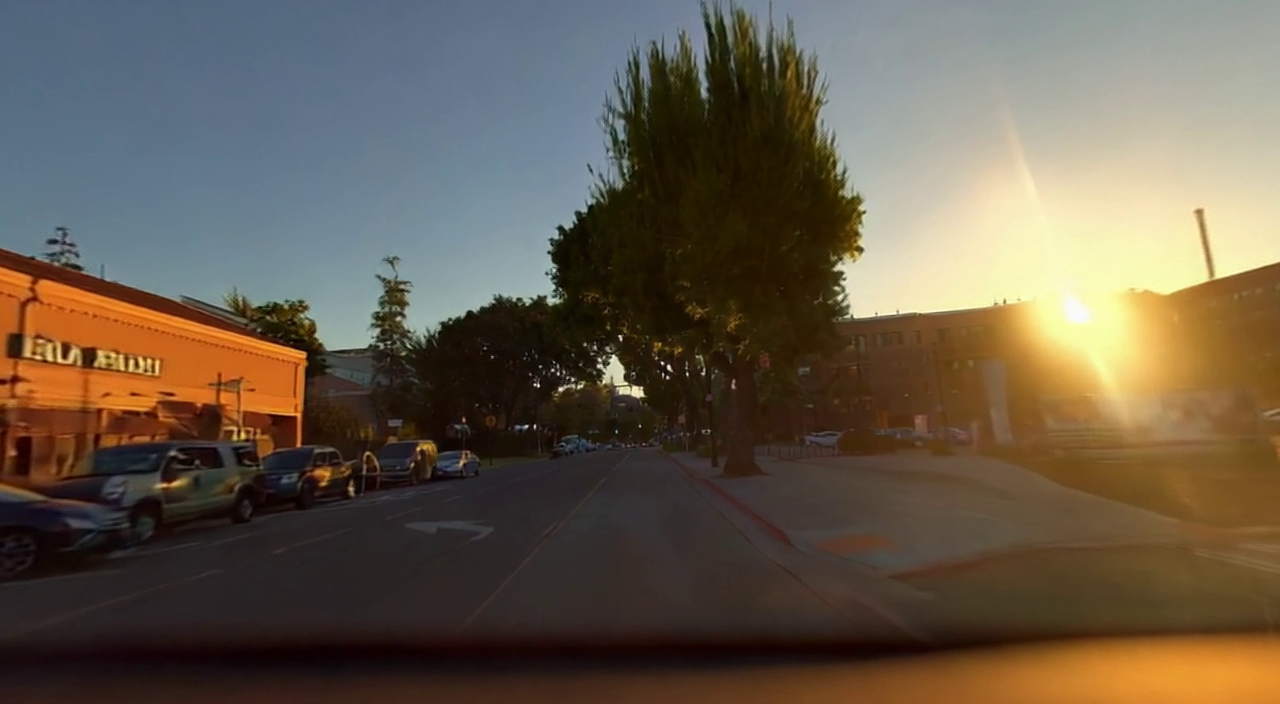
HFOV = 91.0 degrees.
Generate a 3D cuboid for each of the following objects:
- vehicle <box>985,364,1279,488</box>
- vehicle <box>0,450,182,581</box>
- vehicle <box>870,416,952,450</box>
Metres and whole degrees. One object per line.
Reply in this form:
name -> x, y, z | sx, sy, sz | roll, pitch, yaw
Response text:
vehicle -> 11.043, 1.605, 13.943 | 5.453, 1.794, 2.011 | -8, -6, -2
vehicle -> -9.298, 2.285, 9.046 | 4.212, 1.698, 1.960 | 6, -11, -37
vehicle -> 17.808, 5.371, 41.647 | 4.625, 1.729, 2.048 | -7, -6, 17
